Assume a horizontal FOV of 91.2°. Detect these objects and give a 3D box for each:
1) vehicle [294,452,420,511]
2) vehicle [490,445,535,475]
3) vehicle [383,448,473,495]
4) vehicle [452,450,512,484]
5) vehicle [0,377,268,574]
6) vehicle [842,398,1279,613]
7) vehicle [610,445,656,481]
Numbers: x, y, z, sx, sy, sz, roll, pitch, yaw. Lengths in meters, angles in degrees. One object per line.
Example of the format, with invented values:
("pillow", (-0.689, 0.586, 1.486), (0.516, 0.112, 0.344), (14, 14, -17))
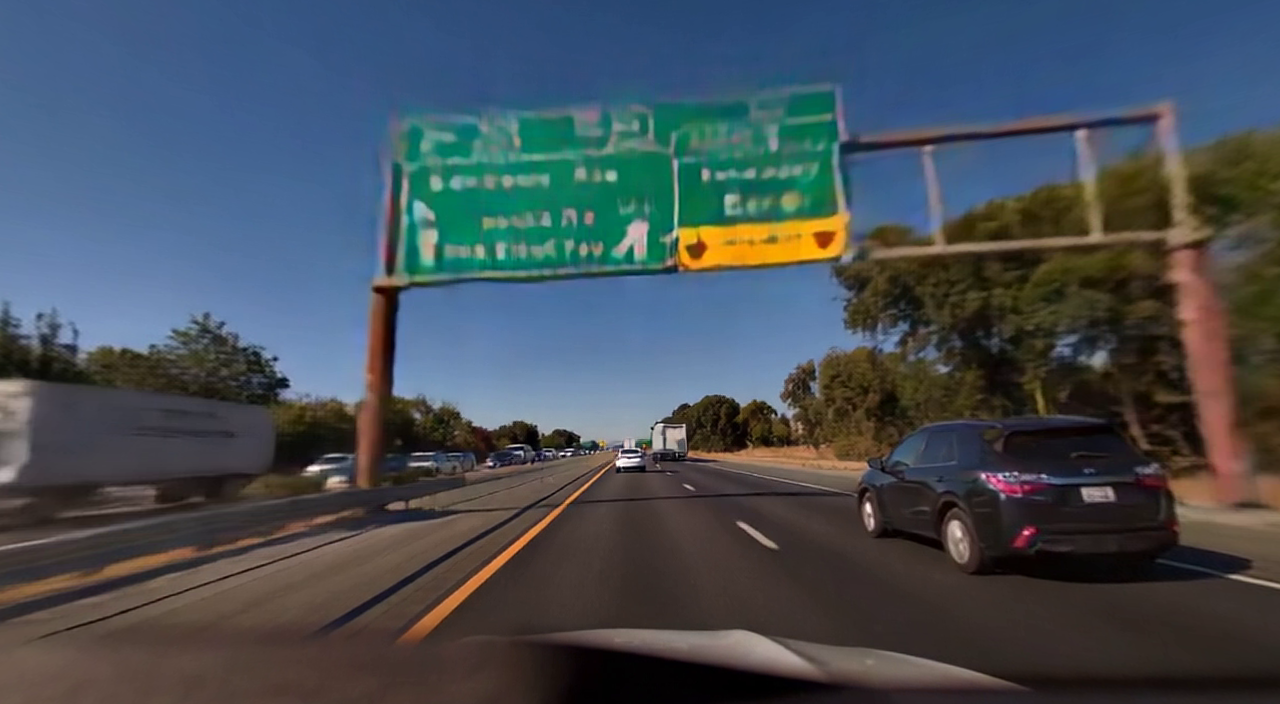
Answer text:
("vehicle", (-8.079, 3.707, 18.373), (1.850, 1.476, 4.085), (0, -9, -1))
("vehicle", (-8.075, 6.884, 40.099), (2.019, 1.809, 4.361), (0, -9, 0))
("vehicle", (-8.083, 4.573, 24.411), (1.961, 1.611, 4.479), (0, -9, -1))
("vehicle", (-7.831, 5.705, 31.446), (1.909, 1.523, 4.359), (0, -9, -1))
("vehicle", (-9.440, 2.004, 10.684), (2.404, 2.492, 6.125), (0, -9, 0))
("vehicle", (4.091, 1.535, 7.154), (2.077, 1.673, 4.267), (0, -9, -1))
("vehicle", (-0.349, 5.038, 28.727), (1.971, 1.518, 4.108), (0, -9, -1))
